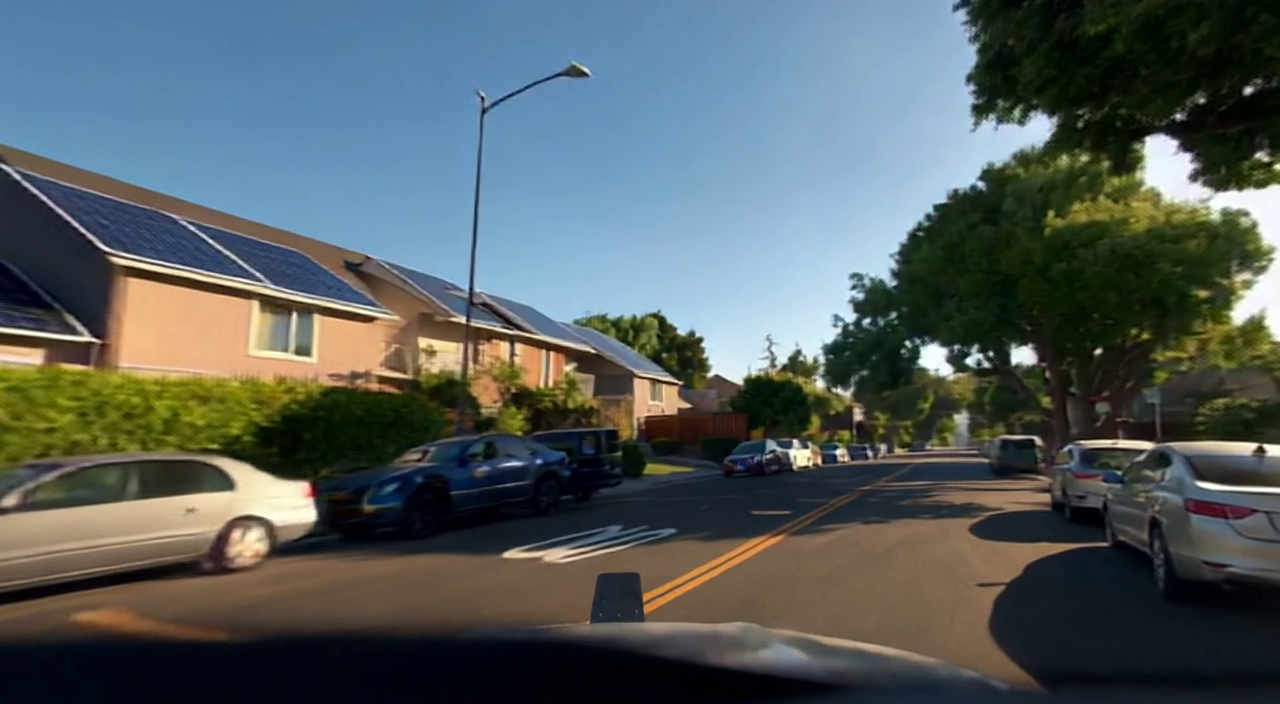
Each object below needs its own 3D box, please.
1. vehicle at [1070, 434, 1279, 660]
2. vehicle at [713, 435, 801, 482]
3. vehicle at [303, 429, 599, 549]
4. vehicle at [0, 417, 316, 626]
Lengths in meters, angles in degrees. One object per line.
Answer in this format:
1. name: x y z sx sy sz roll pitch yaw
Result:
1. vehicle: 5.750 1.557 6.121 1.969 1.478 4.632 -4 -8 27
2. vehicle: 4.558 3.987 23.887 1.901 1.472 4.676 -8 -10 26
3. vehicle: -2.692 2.014 10.197 1.848 1.406 4.601 -6 -9 28
4. vehicle: -5.190 1.370 5.444 1.805 1.488 3.838 -5 -10 27
